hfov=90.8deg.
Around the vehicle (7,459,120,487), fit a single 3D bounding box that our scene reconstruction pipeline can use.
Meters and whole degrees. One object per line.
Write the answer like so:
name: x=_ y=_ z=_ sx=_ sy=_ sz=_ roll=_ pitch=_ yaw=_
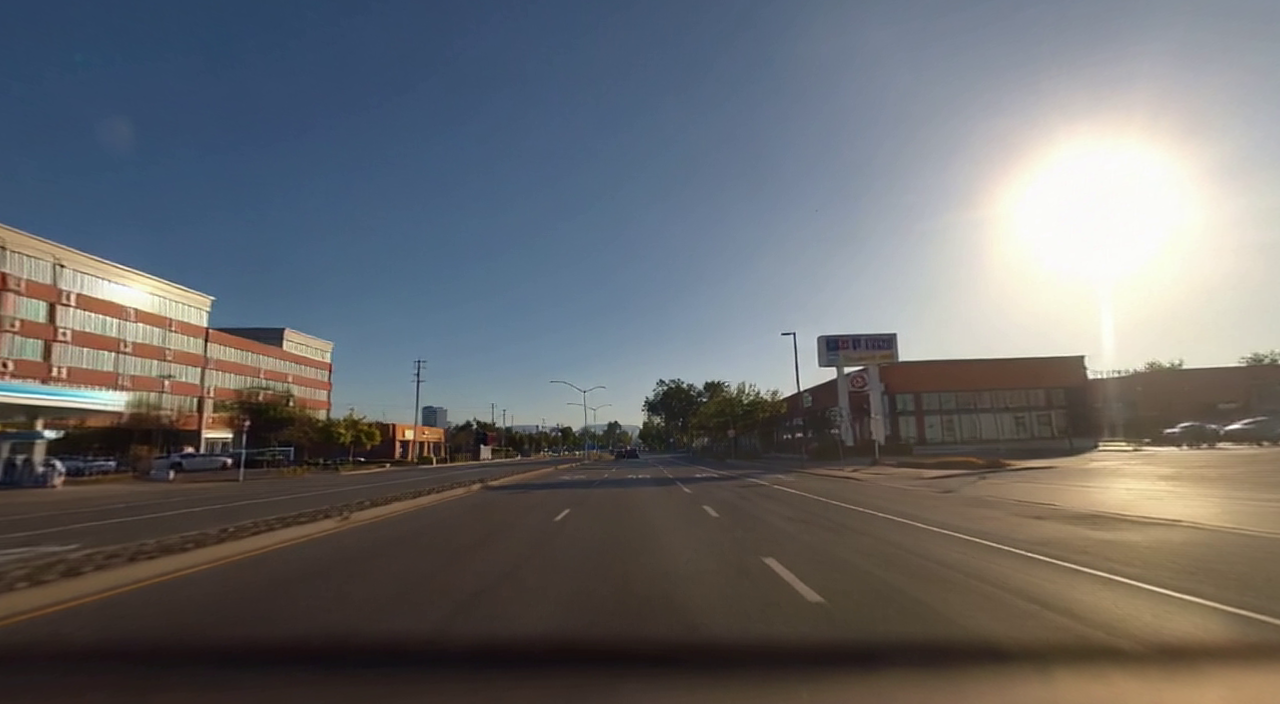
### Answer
vehicle: x=-33.404 y=7.000 z=36.675 sx=4.683 sy=1.495 sz=2.052 roll=0 pitch=-9 yaw=4
